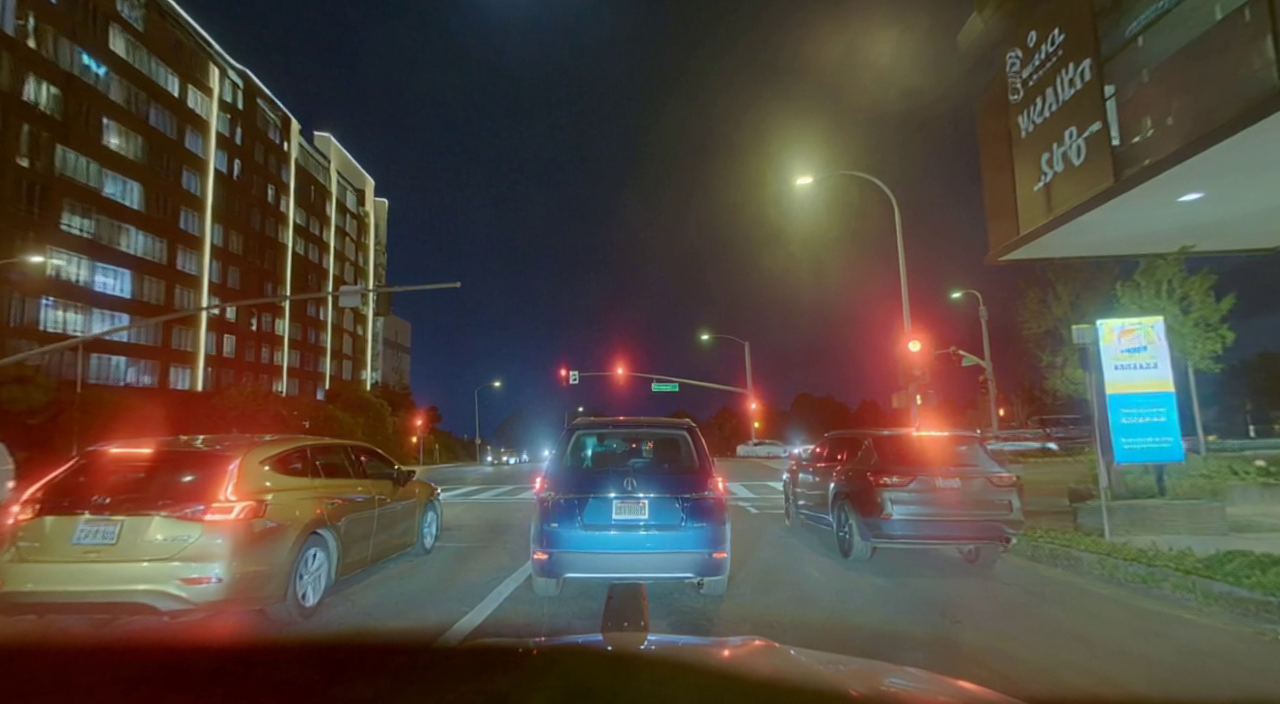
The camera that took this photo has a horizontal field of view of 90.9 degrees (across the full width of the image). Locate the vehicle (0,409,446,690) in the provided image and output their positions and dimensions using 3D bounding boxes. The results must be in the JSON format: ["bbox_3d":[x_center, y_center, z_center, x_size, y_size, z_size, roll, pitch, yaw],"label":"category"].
[{"bbox_3d":[-3.550,1.423,5.823,1.906,1.524,4.547,0,-8,2],"label":"vehicle"}]

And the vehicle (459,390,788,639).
[{"bbox_3d":[-0.128,1.408,6.437,2.195,1.662,4.262,0,-8,-1],"label":"vehicle"}]

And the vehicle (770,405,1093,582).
[{"bbox_3d":[3.217,1.666,8.256,2.004,1.646,4.554,0,-8,0],"label":"vehicle"}]
